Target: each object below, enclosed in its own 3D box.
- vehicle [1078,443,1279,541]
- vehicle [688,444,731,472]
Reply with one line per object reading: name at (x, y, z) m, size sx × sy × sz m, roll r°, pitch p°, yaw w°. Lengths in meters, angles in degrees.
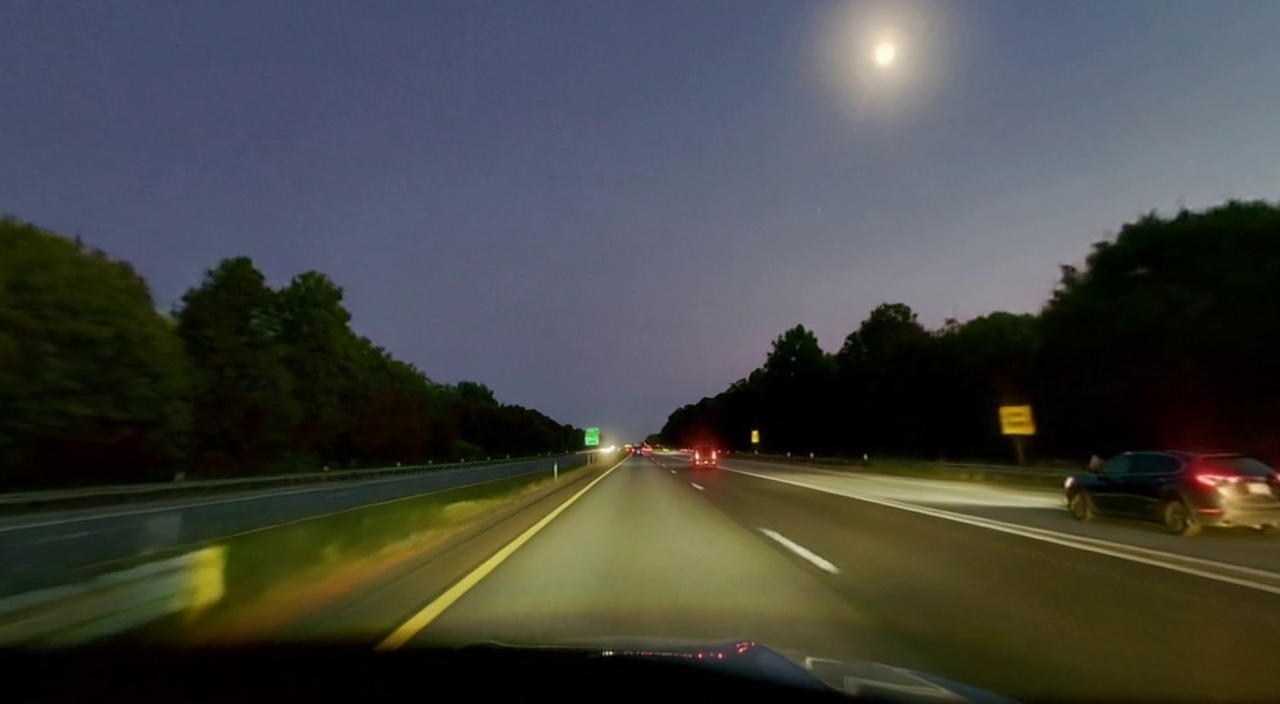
vehicle at (10.024, 2.317, 11.000) m, size 1.926 × 1.386 × 3.719 m, roll 0°, pitch -9°, yaw -3°
vehicle at (4.258, 6.531, 39.039) m, size 2.058 × 1.605 × 4.116 m, roll 0°, pitch -9°, yaw -2°
